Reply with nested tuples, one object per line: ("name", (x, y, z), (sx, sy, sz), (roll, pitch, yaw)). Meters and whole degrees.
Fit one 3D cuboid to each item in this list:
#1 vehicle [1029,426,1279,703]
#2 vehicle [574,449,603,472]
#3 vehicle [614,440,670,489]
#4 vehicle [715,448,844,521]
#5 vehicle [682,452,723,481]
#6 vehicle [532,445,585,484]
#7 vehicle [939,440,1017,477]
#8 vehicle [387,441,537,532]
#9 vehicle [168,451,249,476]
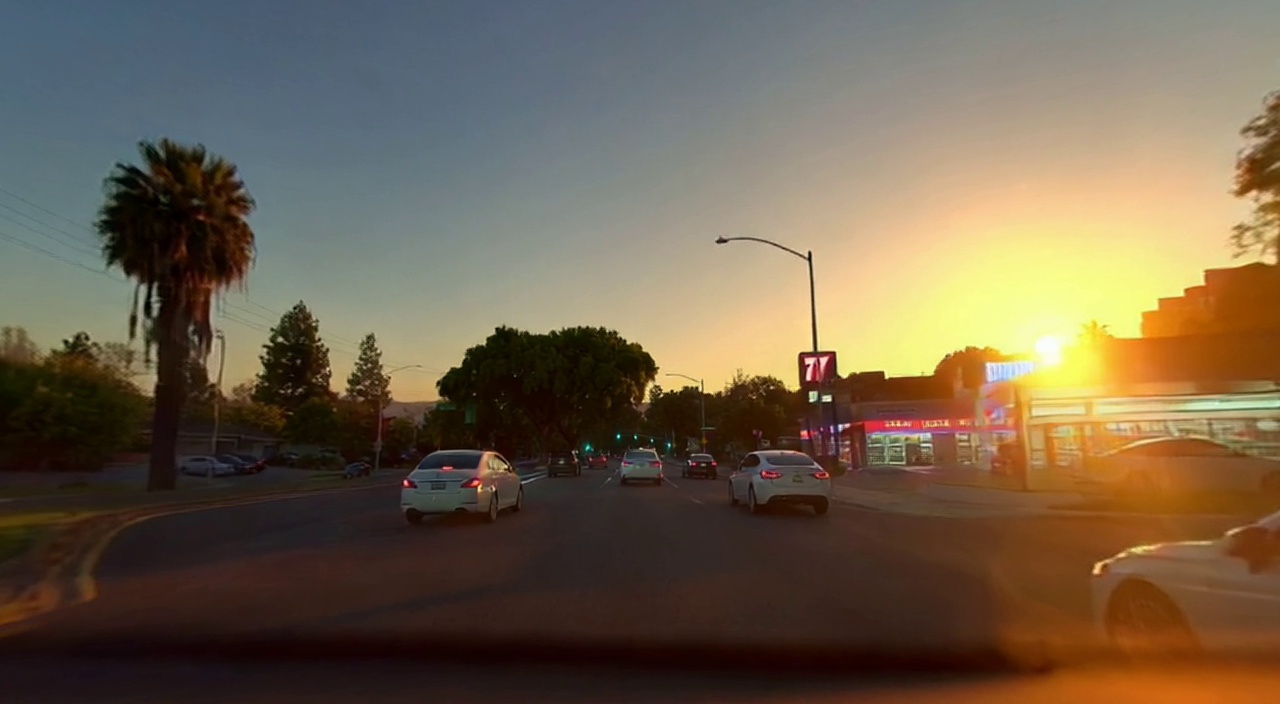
("vehicle", (3.687, 0.968, 2.152), (1.867, 1.448, 4.436), (0, -8, 0))
("vehicle", (-3.937, 8.321, 48.447), (1.871, 1.673, 3.920), (0, -8, 0))
("vehicle", (0.046, 4.687, 26.511), (2.164, 1.867, 4.254), (0, -8, -1))
("vehicle", (3.204, 3.129, 15.491), (1.977, 1.480, 4.589), (0, -8, -2))
("vehicle", (3.496, 6.505, 35.916), (1.880, 1.476, 3.932), (0, -8, -1))
("vehicle", (-3.818, 5.326, 30.156), (1.932, 1.695, 4.235), (0, -8, 0))
("vehicle", (18.367, 5.784, 34.447), (1.905, 1.833, 4.347), (0, -8, 2))
("vehicle", (-3.331, 2.575, 12.681), (1.864, 1.505, 4.202), (0, -8, -1))
("vehicle", (-30.301, 7.823, 44.277), (4.123, 1.648, 2.053), (0, -9, 0))
